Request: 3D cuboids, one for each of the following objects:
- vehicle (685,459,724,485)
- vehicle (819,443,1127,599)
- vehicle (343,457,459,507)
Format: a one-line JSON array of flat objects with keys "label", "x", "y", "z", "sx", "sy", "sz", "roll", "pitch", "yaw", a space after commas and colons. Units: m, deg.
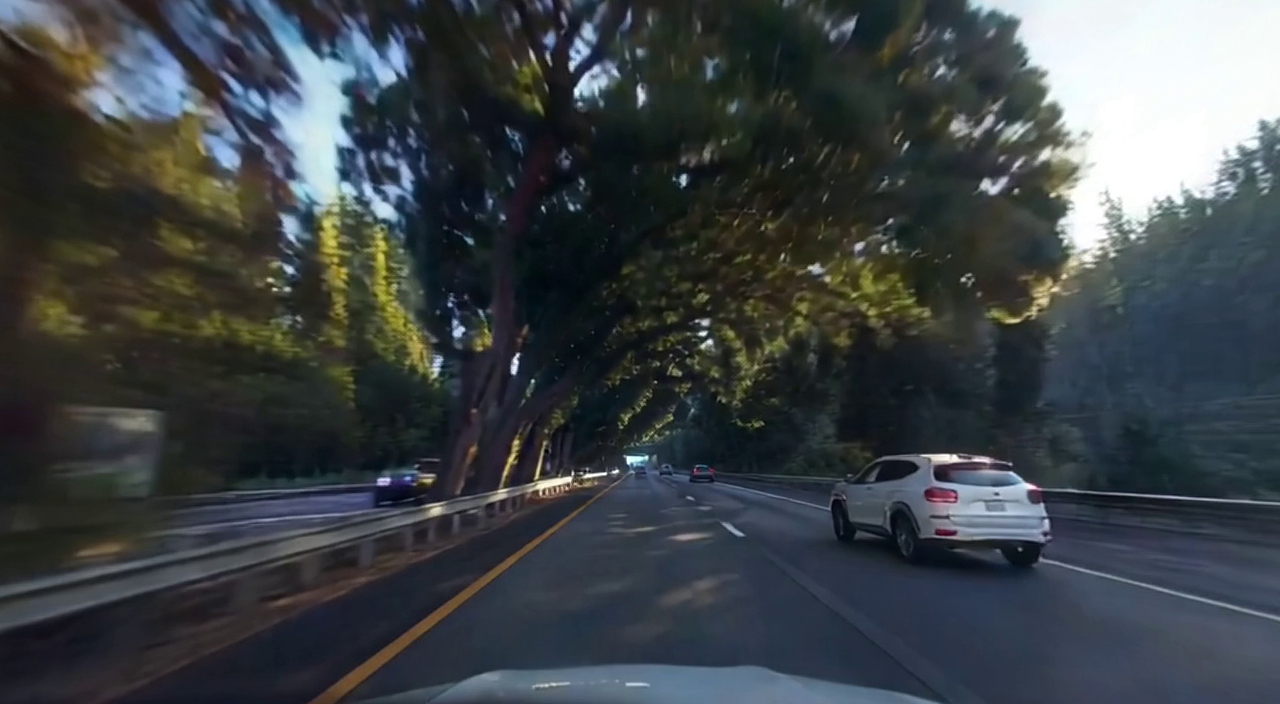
[{"label": "vehicle", "x": 4.122, "y": 7.826, "z": 41.022, "sx": 2.156, "sy": 1.569, "sz": 3.821, "roll": 1, "pitch": -10, "yaw": 0}, {"label": "vehicle", "x": 3.863, "y": 2.038, "z": 8.257, "sx": 1.825, "sy": 1.494, "sz": 3.959, "roll": 1, "pitch": -10, "yaw": 0}, {"label": "vehicle", "x": -8.018, "y": 4.420, "z": 21.678, "sx": 2.206, "sy": 1.513, "sz": 4.401, "roll": 1, "pitch": -10, "yaw": 1}]
